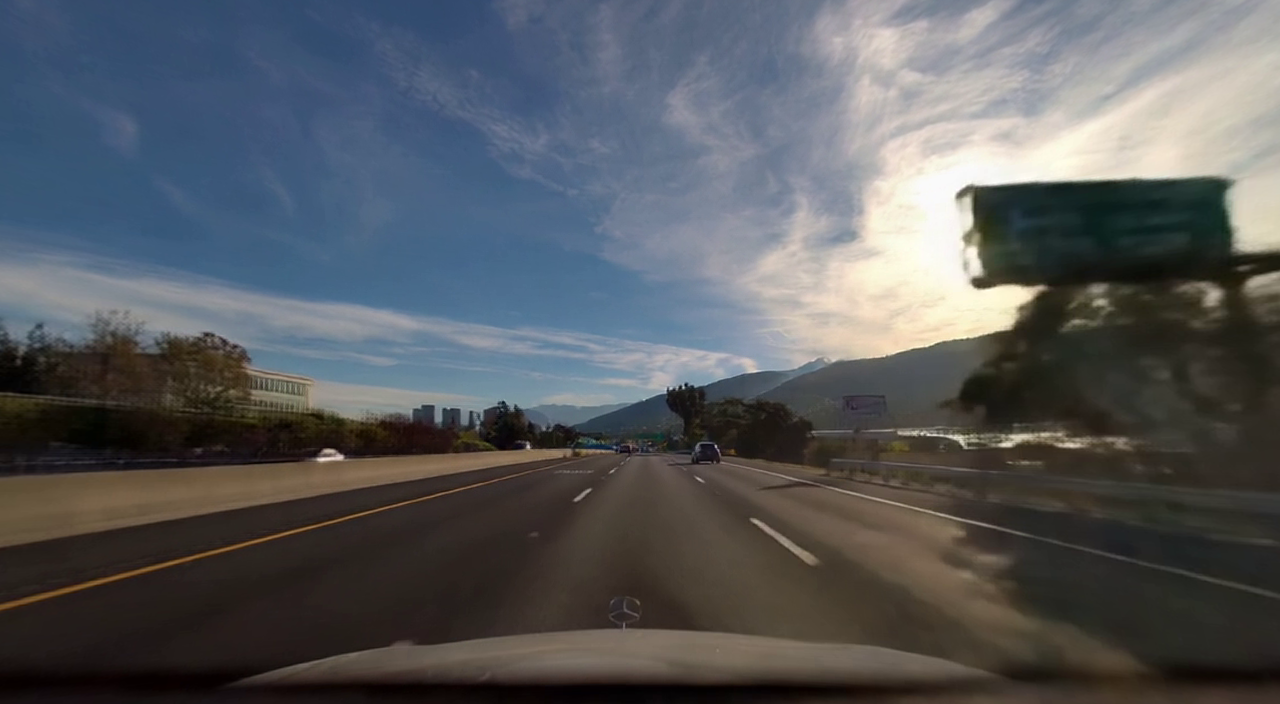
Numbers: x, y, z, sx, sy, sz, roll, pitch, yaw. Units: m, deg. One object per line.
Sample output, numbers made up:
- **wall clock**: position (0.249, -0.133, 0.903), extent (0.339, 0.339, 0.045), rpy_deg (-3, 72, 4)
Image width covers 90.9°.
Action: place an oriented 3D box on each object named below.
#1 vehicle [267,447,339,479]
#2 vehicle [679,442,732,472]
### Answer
- **vehicle**: position (-21.435, 7.055, 40.364), extent (1.997, 1.864, 4.728), rpy_deg (0, -8, 0)
- **vehicle**: position (3.345, 5.463, 33.028), extent (2.193, 1.462, 4.533), rpy_deg (0, -8, -1)
